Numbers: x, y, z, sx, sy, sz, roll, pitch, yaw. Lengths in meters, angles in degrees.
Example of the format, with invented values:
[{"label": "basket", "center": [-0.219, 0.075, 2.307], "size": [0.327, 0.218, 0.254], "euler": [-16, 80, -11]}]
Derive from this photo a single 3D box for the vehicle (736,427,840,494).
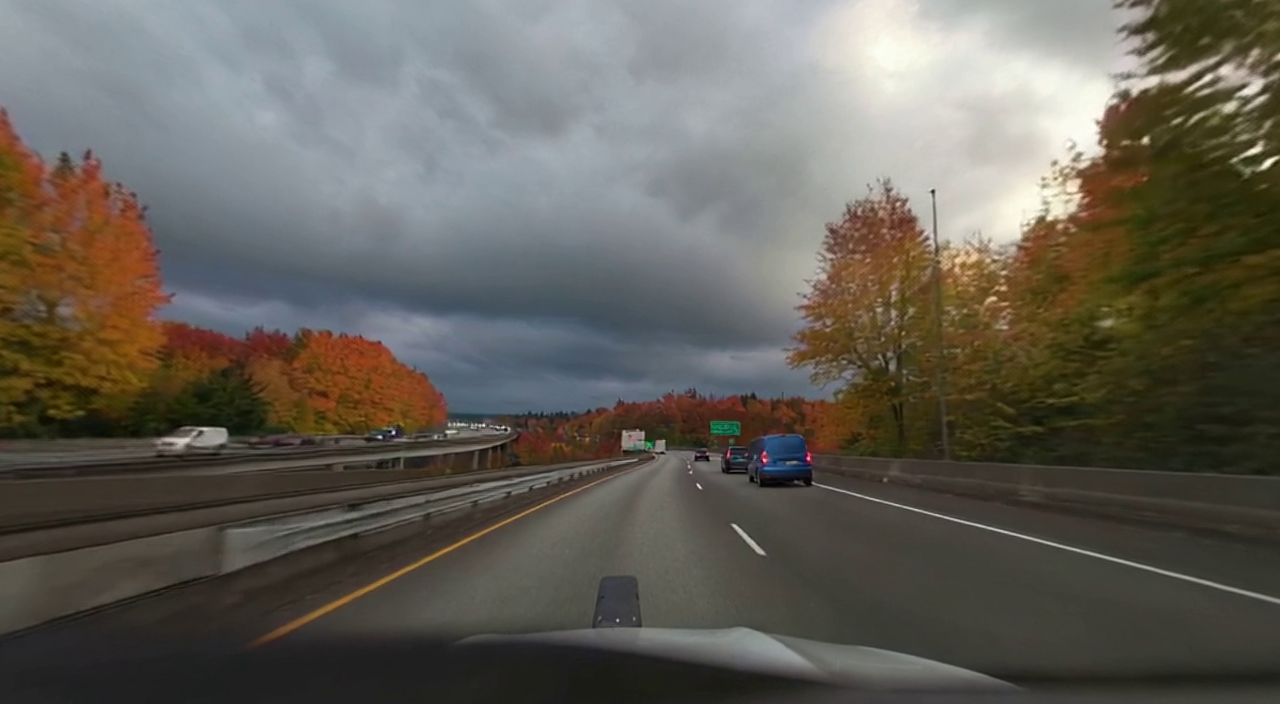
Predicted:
[{"label": "vehicle", "center": [4.667, 3.526, 20.670], "size": [2.205, 1.923, 4.956], "euler": [0, -9, 0]}]
